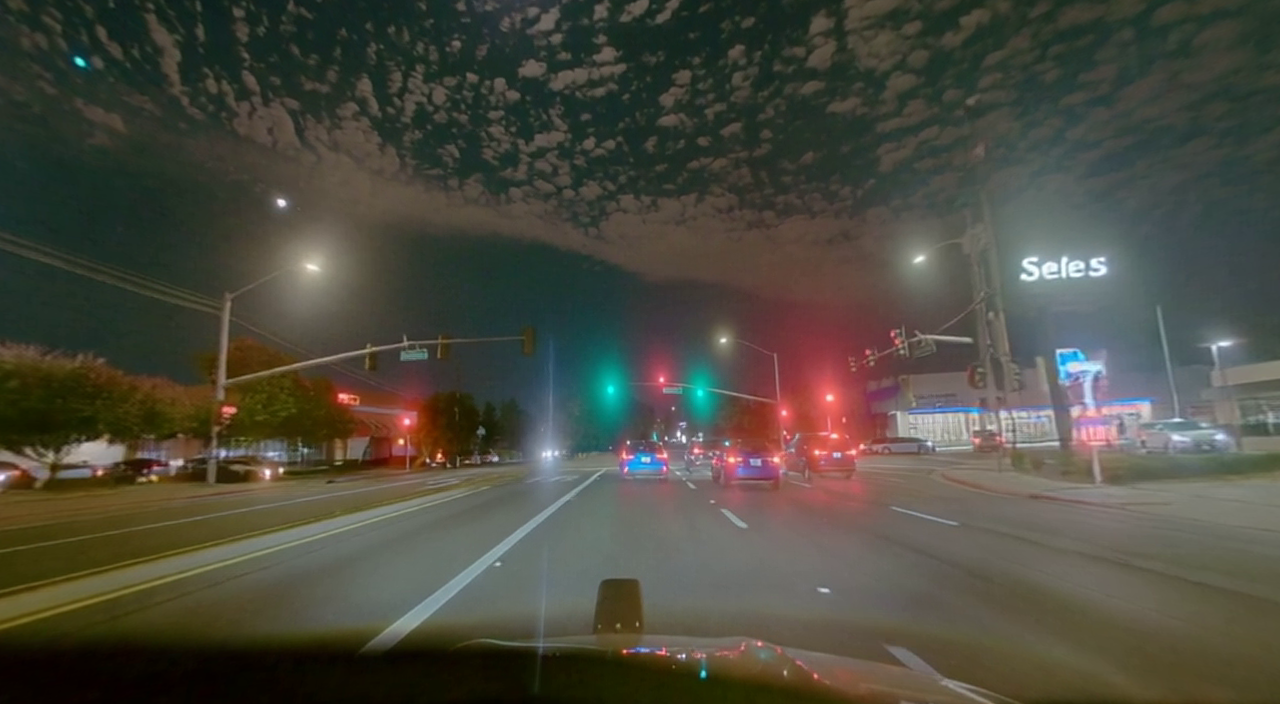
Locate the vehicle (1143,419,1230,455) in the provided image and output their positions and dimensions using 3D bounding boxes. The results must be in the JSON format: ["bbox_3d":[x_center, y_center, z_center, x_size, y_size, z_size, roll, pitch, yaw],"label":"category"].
[{"bbox_3d":[25.896,4.092,30.145,2.222,1.538,4.817,-5,-10,30],"label":"vehicle"}]

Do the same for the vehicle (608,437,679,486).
[{"bbox_3d":[0.053,3.610,21.124,2.135,1.468,4.076,0,-8,-1],"label":"vehicle"}]

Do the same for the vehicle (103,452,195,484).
[{"bbox_3d":[-38.273,9.016,49.344,5.135,2.388,2.288,0,-9,-1],"label":"vehicle"}]

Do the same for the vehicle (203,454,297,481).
[{"bbox_3d":[-26.277,7.800,42.712,4.780,1.669,2.232,0,-8,-2],"label":"vehicle"}]

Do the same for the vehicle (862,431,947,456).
[{"bbox_3d":[20.013,6.950,47.957,5.438,1.776,2.032,0,-8,0],"label":"vehicle"}]

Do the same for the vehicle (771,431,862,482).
[{"bbox_3d":[6.400,3.829,23.457,2.009,1.700,4.275,0,-8,-1],"label":"vehicle"}]

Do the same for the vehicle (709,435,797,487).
[{"bbox_3d":[3.493,3.493,20.526,1.889,1.473,4.643,0,-8,-1],"label":"vehicle"}]

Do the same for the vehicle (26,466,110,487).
[{"bbox_3d":[-44.512,9.697,49.220,4.604,1.447,1.892,0,-9,-3],"label":"vehicle"}]
